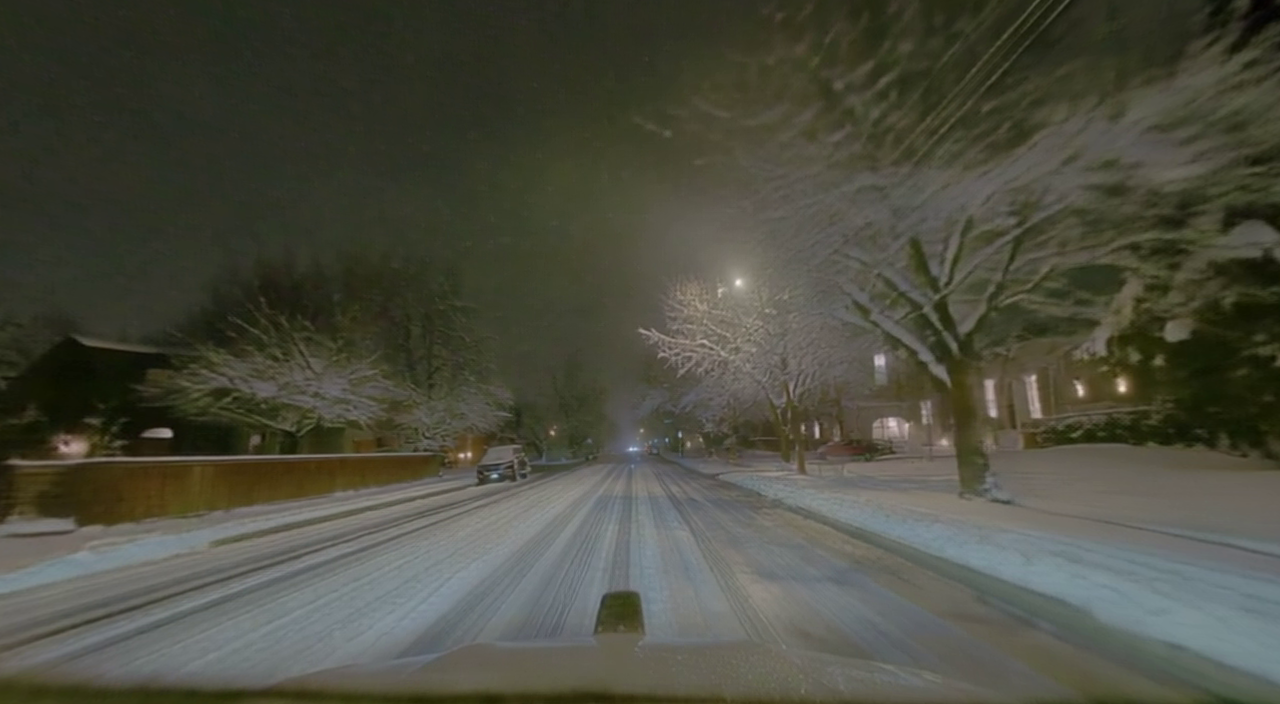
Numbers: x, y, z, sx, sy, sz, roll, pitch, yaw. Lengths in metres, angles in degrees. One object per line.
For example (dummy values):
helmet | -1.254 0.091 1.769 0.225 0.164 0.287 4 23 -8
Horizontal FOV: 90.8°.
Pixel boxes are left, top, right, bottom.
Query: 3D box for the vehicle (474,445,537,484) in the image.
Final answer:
vehicle | -6.590 5.558 31.570 2.078 1.745 5.119 0 -9 -1
